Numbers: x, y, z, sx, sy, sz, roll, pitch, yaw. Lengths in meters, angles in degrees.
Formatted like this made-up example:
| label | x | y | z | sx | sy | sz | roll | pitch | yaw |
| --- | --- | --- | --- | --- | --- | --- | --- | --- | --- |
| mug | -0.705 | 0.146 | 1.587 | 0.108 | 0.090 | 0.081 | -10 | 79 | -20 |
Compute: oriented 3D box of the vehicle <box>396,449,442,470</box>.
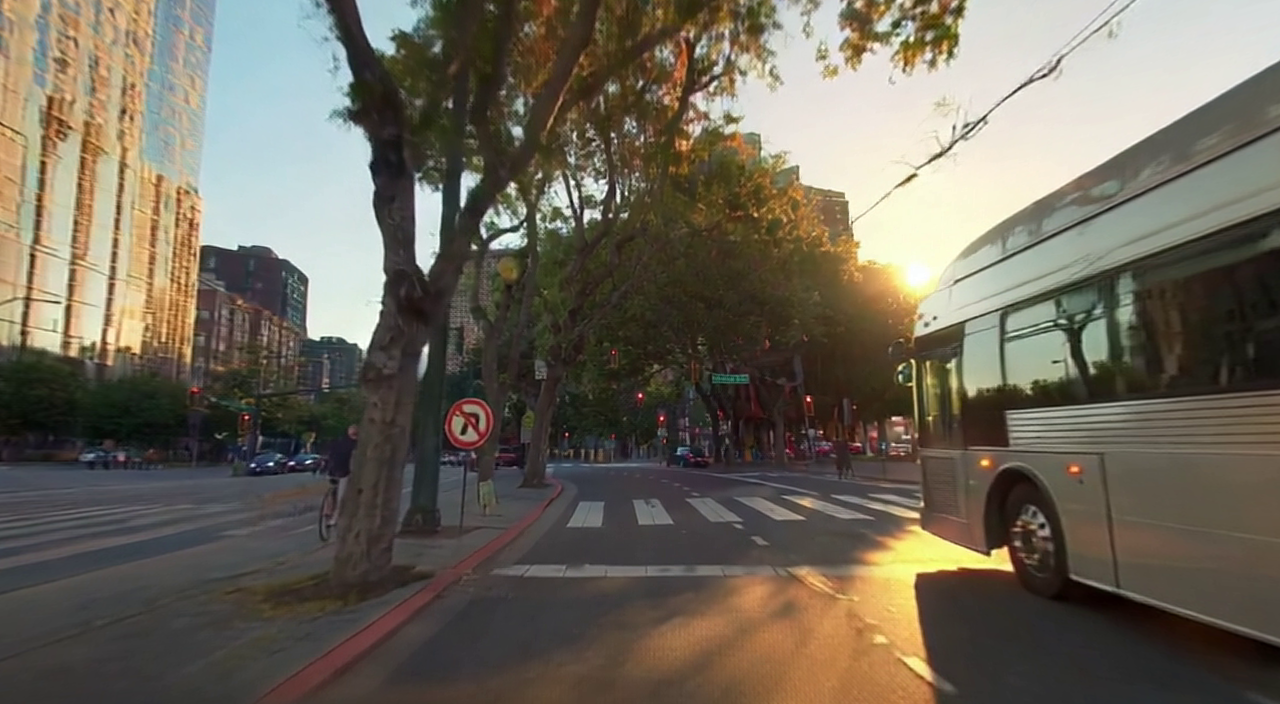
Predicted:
| label | x | y | z | sx | sy | sz | roll | pitch | yaw |
| --- | --- | --- | --- | --- | --- | --- | --- | --- | --- |
| vehicle | -17.055 | 8.248 | 48.663 | 2.036 | 1.467 | 3.979 | 7 | -11 | -39 |

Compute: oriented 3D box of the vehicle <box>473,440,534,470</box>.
| label | x | y | z | sx | sy | sz | roll | pitch | yaw |
| --- | --- | --- | --- | --- | --- | --- | --- | --- | --- |
| vehicle | -7.700 | 5.756 | 35.437 | 2.123 | 1.544 | 4.158 | 5 | -10 | -30 |
